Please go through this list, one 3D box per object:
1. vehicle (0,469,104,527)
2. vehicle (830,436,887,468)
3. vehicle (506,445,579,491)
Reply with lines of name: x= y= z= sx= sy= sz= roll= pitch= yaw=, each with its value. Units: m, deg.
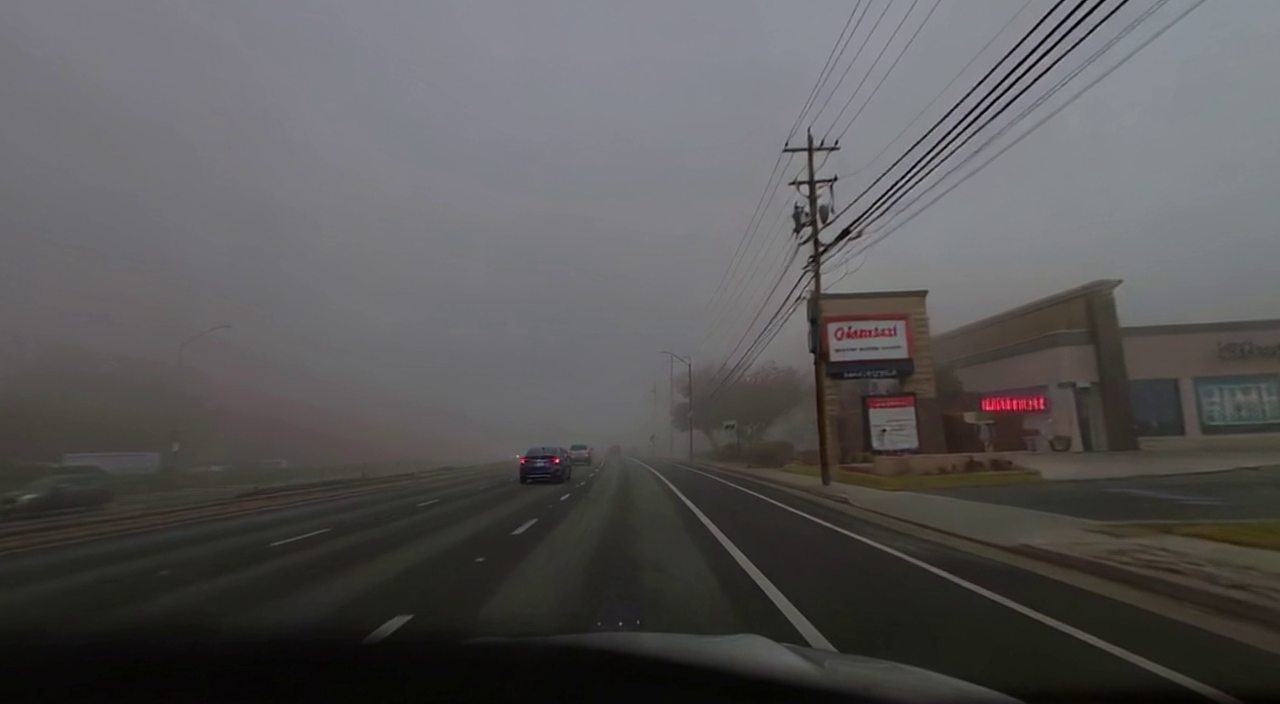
vehicle: x=-19.640 y=4.521 z=19.772 sx=1.925 sy=1.554 sz=4.271 roll=1 pitch=-9 yaw=-2
vehicle: x=12.183 y=5.616 z=35.337 sx=1.894 sy=1.671 sz=4.290 roll=-1 pitch=-9 yaw=4
vehicle: x=-3.425 y=4.165 z=22.995 sx=1.942 sy=1.469 sz=4.426 roll=0 pitch=-9 yaw=0
